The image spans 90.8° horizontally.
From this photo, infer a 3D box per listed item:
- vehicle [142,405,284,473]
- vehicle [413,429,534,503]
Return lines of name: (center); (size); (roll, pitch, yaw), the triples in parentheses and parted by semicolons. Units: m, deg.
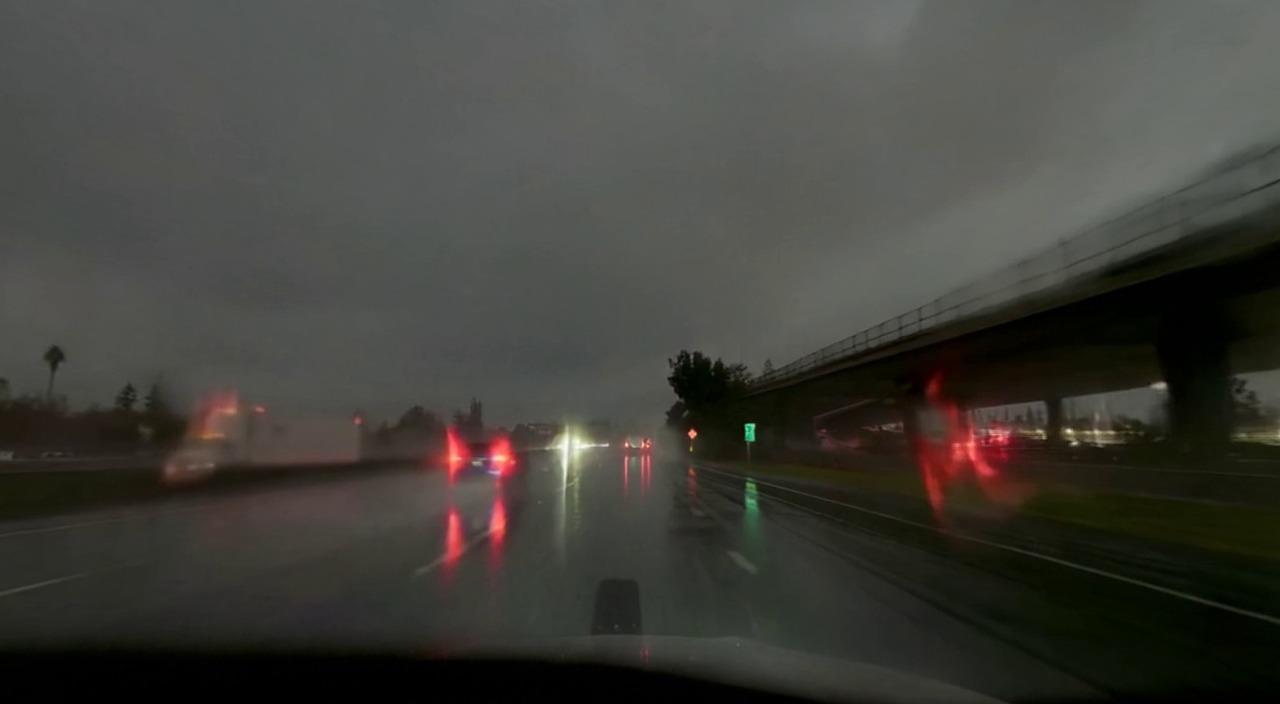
vehicle: (-26.170, 5.454, 39.370); (3.039, 3.755, 8.042); (0, -9, 1)
vehicle: (-4.330, 3.045, 17.333); (2.102, 1.727, 4.704); (0, -9, -1)
